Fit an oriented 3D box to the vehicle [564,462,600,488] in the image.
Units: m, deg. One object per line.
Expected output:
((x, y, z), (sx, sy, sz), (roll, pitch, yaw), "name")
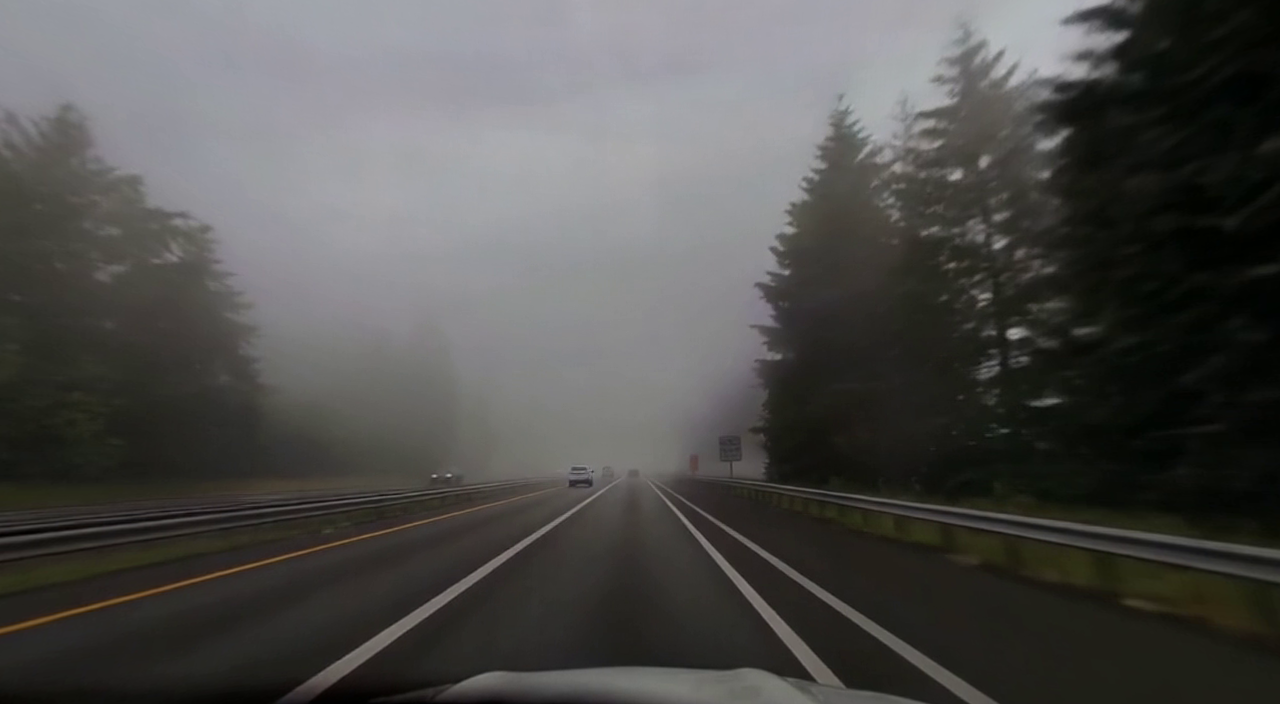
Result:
((-4.398, 9.450, 48.586), (2.254, 1.809, 5.839), (1, -10, 0), "vehicle")
